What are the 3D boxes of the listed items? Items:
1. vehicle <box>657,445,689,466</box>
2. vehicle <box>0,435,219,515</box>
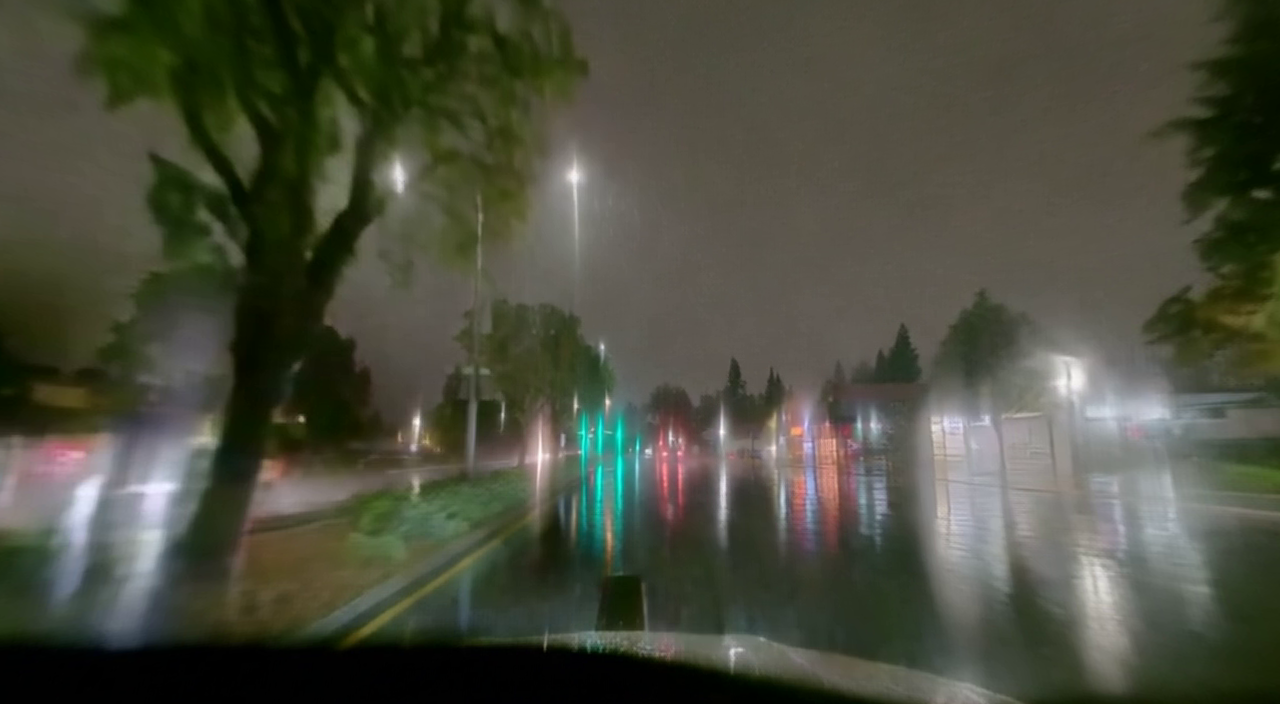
[{"bbox_3d":[2.504,7.979,48.818,1.913,1.473,4.360,0,-9,-4],"label":"vehicle"},{"bbox_3d":[-13.157,3.003,15.895,2.123,1.692,4.419,0,-9,-1],"label":"vehicle"}]
